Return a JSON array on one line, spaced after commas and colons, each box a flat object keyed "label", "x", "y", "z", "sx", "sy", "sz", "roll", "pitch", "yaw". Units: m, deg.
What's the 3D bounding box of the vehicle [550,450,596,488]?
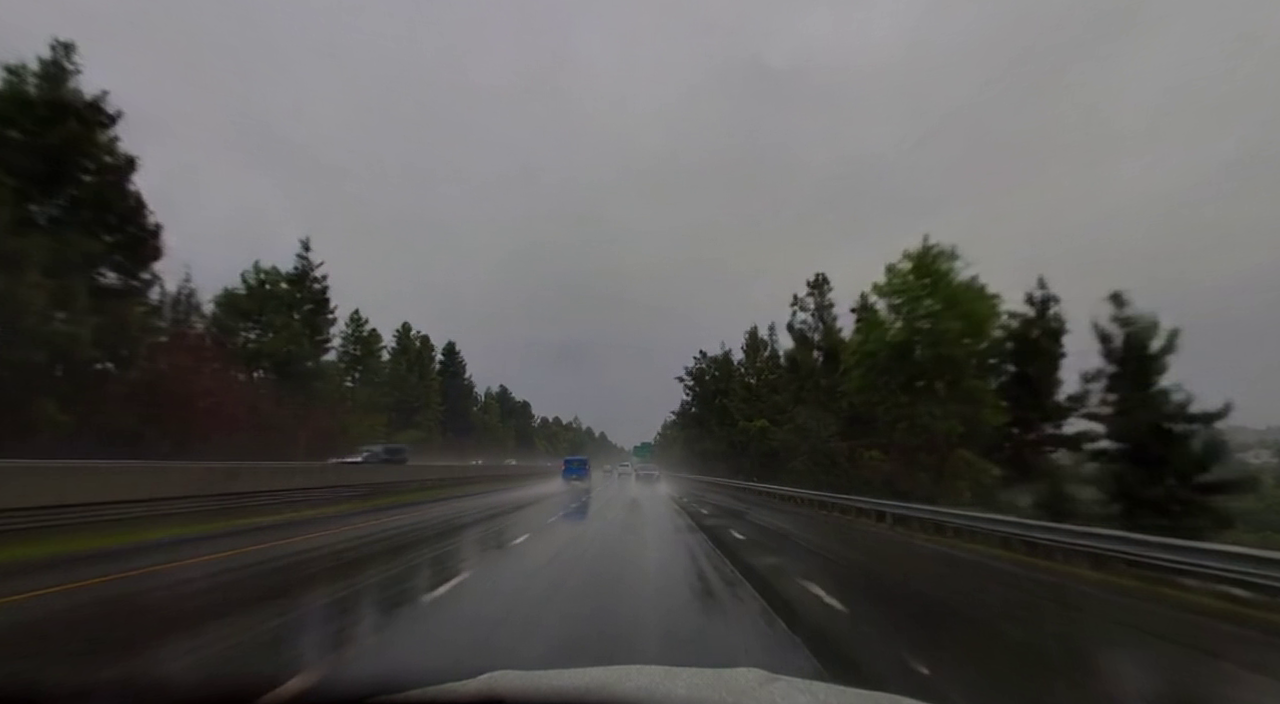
[{"label": "vehicle", "x": -3.989, "y": 7.095, "z": 38.262, "sx": 2.237, "sy": 2.113, "sz": 4.815, "roll": 1, "pitch": -10, "yaw": 0}]

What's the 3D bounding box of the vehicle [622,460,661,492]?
[{"label": "vehicle", "x": 0.052, "y": 6.460, "z": 32.897, "sx": 1.905, "sy": 1.559, "sz": 3.491, "roll": 1, "pitch": -10, "yaw": -1}]

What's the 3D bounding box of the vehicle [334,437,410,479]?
[{"label": "vehicle", "x": -17.865, "y": 7.198, "z": 42.477, "sx": 2.332, "sy": 2.573, "sz": 6.387, "roll": 1, "pitch": -10, "yaw": -1}]
